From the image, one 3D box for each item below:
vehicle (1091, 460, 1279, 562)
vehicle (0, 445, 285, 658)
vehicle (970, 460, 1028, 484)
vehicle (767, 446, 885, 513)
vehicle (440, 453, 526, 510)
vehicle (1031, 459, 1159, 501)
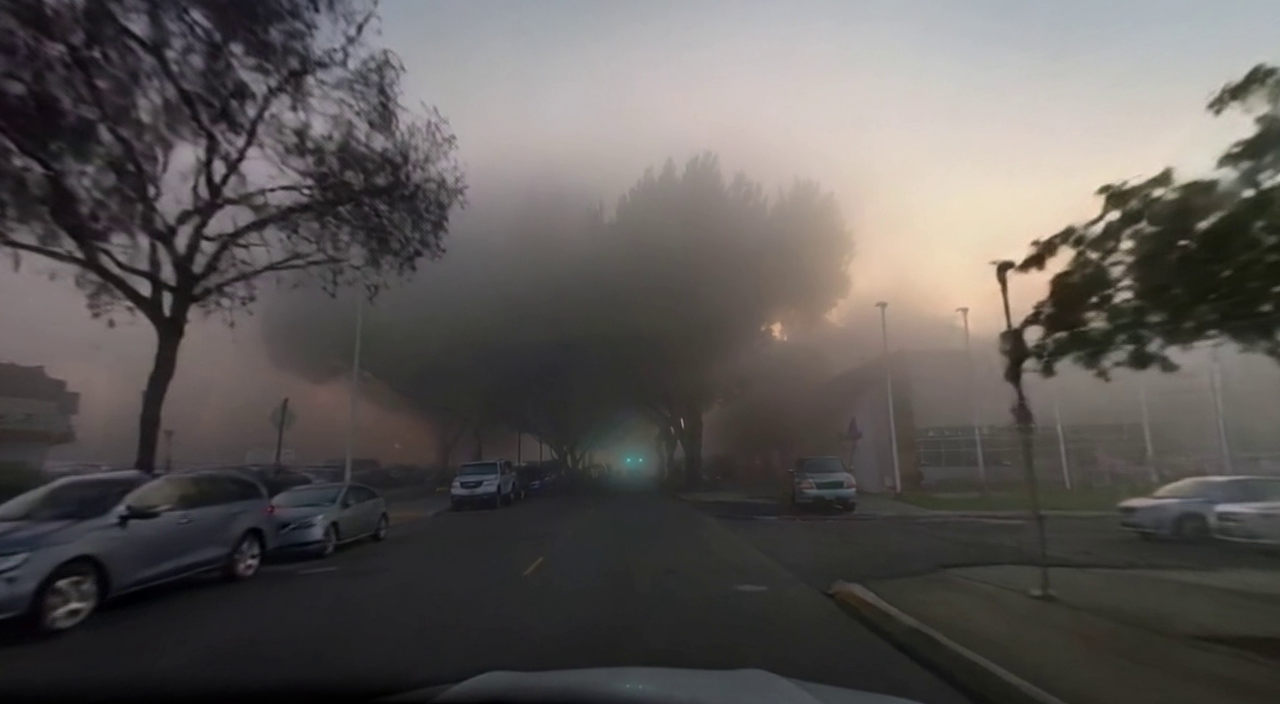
[{"bbox_3d":[10.206,2.546,10.338,1.926,1.469,4.654,1,-11,-4],"label":"vehicle"},{"bbox_3d":[-6.002,1.887,6.768,1.957,1.634,4.164,1,-11,-1],"label":"vehicle"},{"bbox_3d":[25.470,8.497,44.810,1.698,1.489,3.599,-3,-9,-4],"label":"vehicle"},{"bbox_3d":[5.577,3.935,19.638,2.054,1.779,4.650,1,-11,-2],"label":"vehicle"},{"bbox_3d":[-6.089,5.127,25.214,2.196,2.001,5.548,1,-11,-3],"label":"vehicle"},{"bbox_3d":[17.879,5.064,25.037,1.794,1.486,3.983,1,-11,-6],"label":"vehicle"}]
